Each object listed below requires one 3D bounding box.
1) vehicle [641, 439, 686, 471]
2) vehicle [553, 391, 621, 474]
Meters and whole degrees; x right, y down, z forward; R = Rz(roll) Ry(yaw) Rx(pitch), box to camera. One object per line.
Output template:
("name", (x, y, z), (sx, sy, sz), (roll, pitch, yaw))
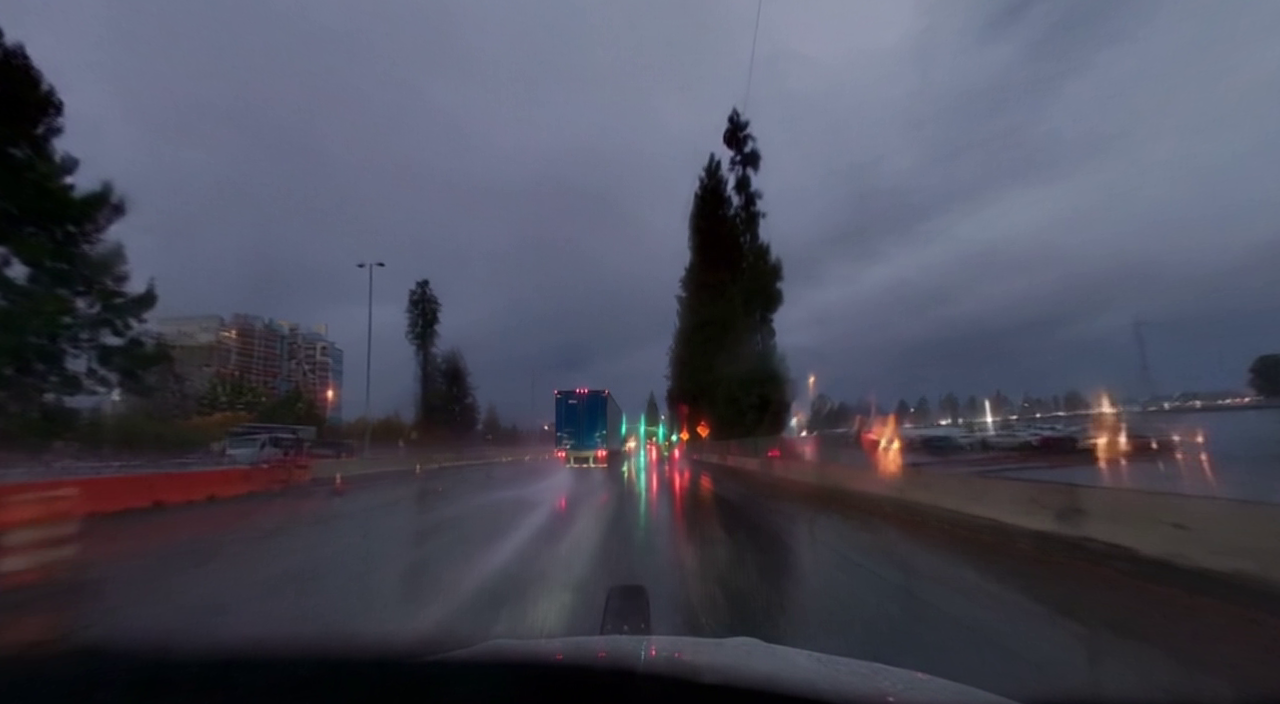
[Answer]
("vehicle", (1.209, 5.693, 35.081), (2.304, 1.675, 4.462), (0, -8, 0))
("vehicle", (-2.922, 5.164, 39.650), (2.906, 4.115, 15.715), (0, -8, 0))
